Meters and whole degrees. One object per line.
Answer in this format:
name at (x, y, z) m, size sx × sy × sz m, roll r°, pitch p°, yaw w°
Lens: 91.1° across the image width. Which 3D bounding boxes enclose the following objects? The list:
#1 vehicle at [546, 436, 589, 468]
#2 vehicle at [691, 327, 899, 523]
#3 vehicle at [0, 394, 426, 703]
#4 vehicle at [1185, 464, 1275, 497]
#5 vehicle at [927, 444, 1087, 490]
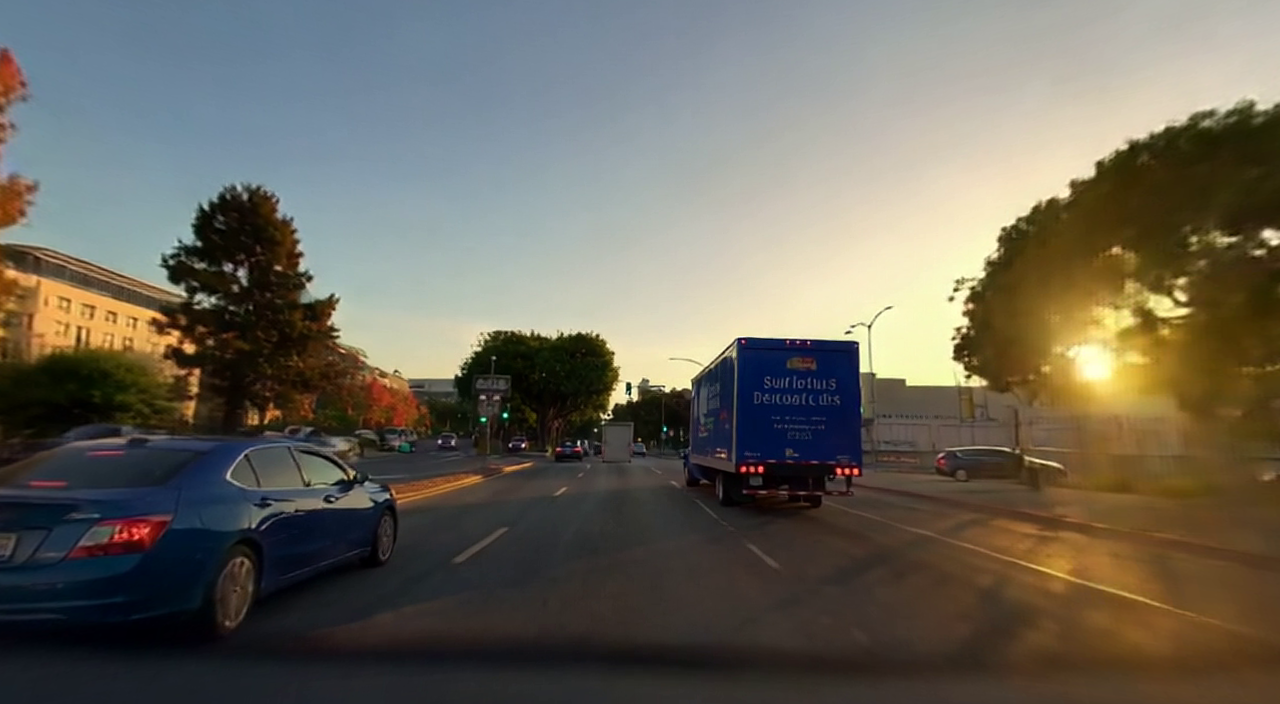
vehicle at (-4.409, 6.113, 38.360) m, size 2.388 × 1.811 × 4.455 m, roll 1°, pitch -9°, yaw -6°
vehicle at (3.225, 1.959, 15.983) m, size 2.905 × 3.644 × 8.441 m, roll 0°, pitch -8°, yaw -1°
vehicle at (-3.468, 1.282, 5.156) m, size 1.828 × 1.515 × 4.422 m, roll 0°, pitch -9°, yaw 0°
vehicle at (34.980, 7.598, 37.389) m, size 2.066 × 1.643 × 4.614 m, roll -3°, pitch -9°, yaw 19°
vehicle at (16.172, 5.082, 28.059) m, size 5.670 × 1.895 × 2.219 m, roll -2°, pitch -9°, yaw 15°
